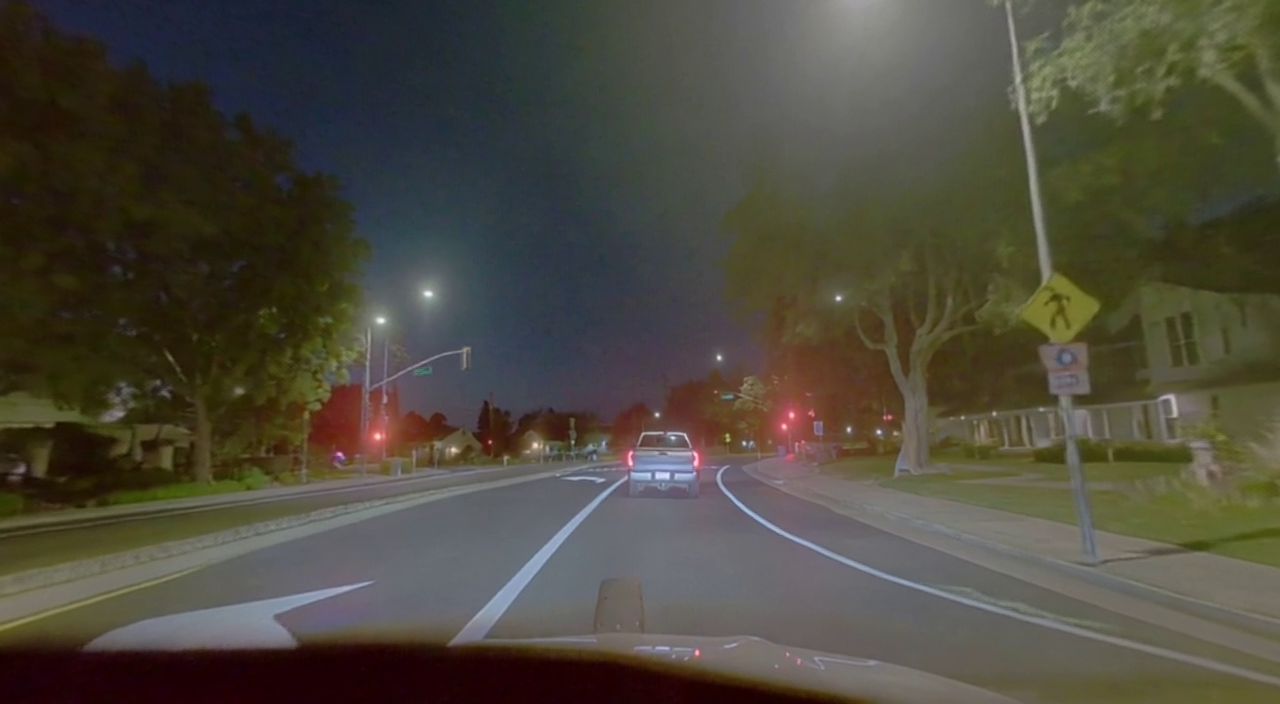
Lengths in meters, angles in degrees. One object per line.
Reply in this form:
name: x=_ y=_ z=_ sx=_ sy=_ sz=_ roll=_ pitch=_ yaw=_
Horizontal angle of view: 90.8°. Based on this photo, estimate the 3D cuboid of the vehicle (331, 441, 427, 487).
vehicle: x=-12.108 y=5.185 z=29.741 sx=2.053 sy=1.822 sz=4.852 roll=-2 pitch=-7 yaw=6

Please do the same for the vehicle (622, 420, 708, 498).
vehicle: x=0.769 y=3.062 z=18.311 sx=2.153 sy=1.942 sz=4.767 roll=-1 pitch=-9 yaw=3
